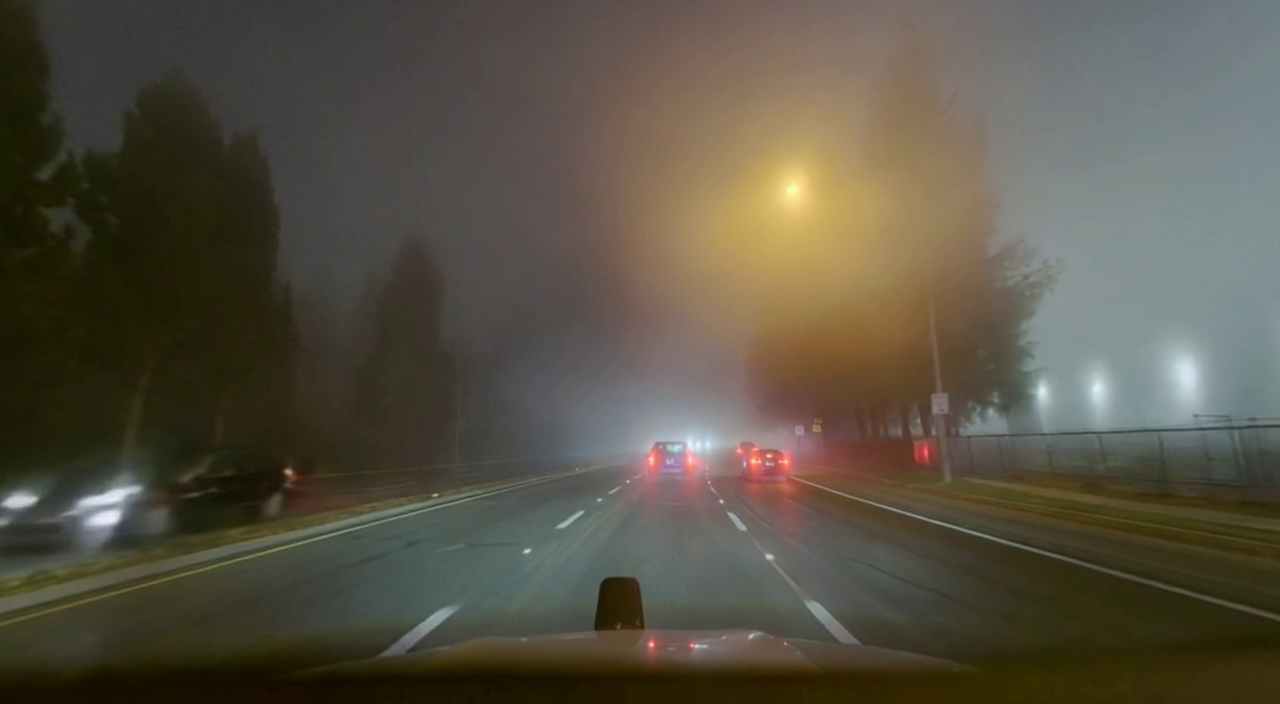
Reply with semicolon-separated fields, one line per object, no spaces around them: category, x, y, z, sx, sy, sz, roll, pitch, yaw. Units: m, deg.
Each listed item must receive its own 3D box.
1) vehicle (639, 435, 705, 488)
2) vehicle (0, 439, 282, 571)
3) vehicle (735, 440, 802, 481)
vehicle;1.232;3.869;22.578;2.105;1.676;4.541;-1;-9;5
vehicle;-7.748;2.083;9.483;1.933;1.472;4.482;-1;-9;3
vehicle;5.077;4.350;25.548;2.147;1.474;4.083;-1;-9;4
